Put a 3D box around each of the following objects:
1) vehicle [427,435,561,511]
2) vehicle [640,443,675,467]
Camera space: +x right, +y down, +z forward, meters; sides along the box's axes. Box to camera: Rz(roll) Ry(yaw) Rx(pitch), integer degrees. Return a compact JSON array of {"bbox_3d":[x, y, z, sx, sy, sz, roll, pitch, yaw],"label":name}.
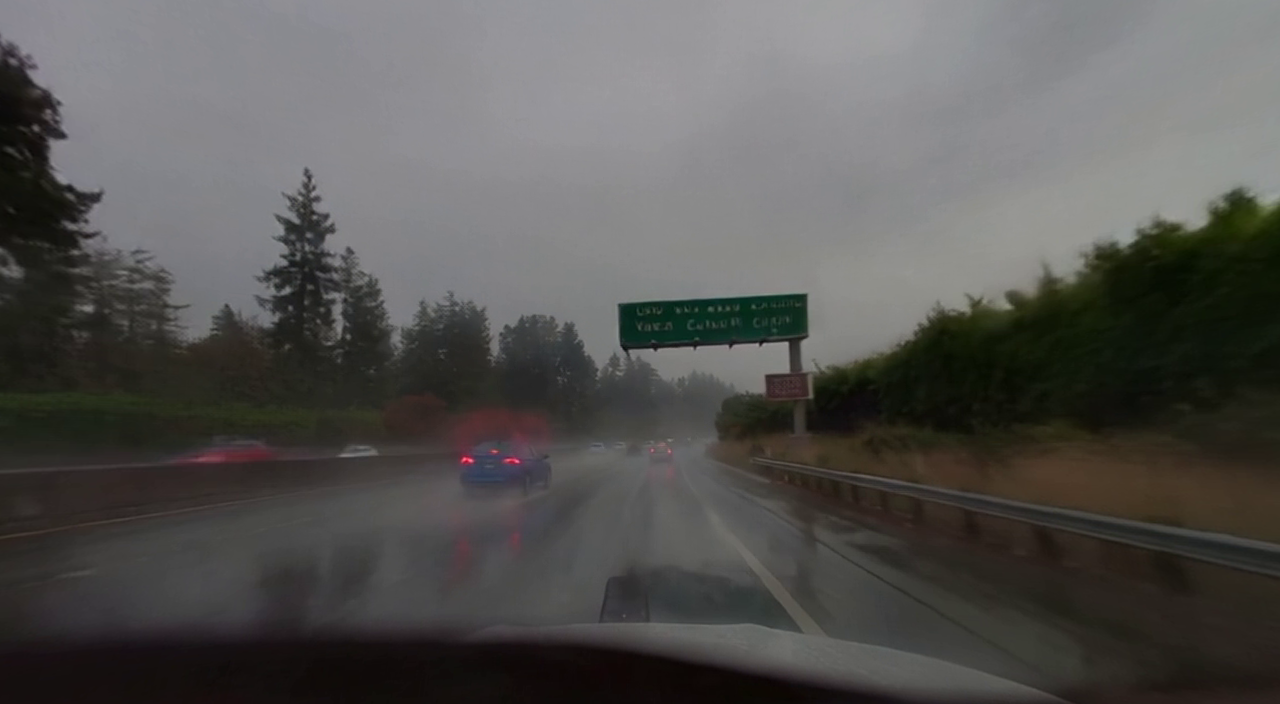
[{"bbox_3d":[-3.228,2.770,14.992,2.024,1.531,4.431,0,-8,1],"label":"vehicle"},{"bbox_3d":[1.166,6.546,40.297,2.113,1.464,4.073,0,-8,3],"label":"vehicle"}]
